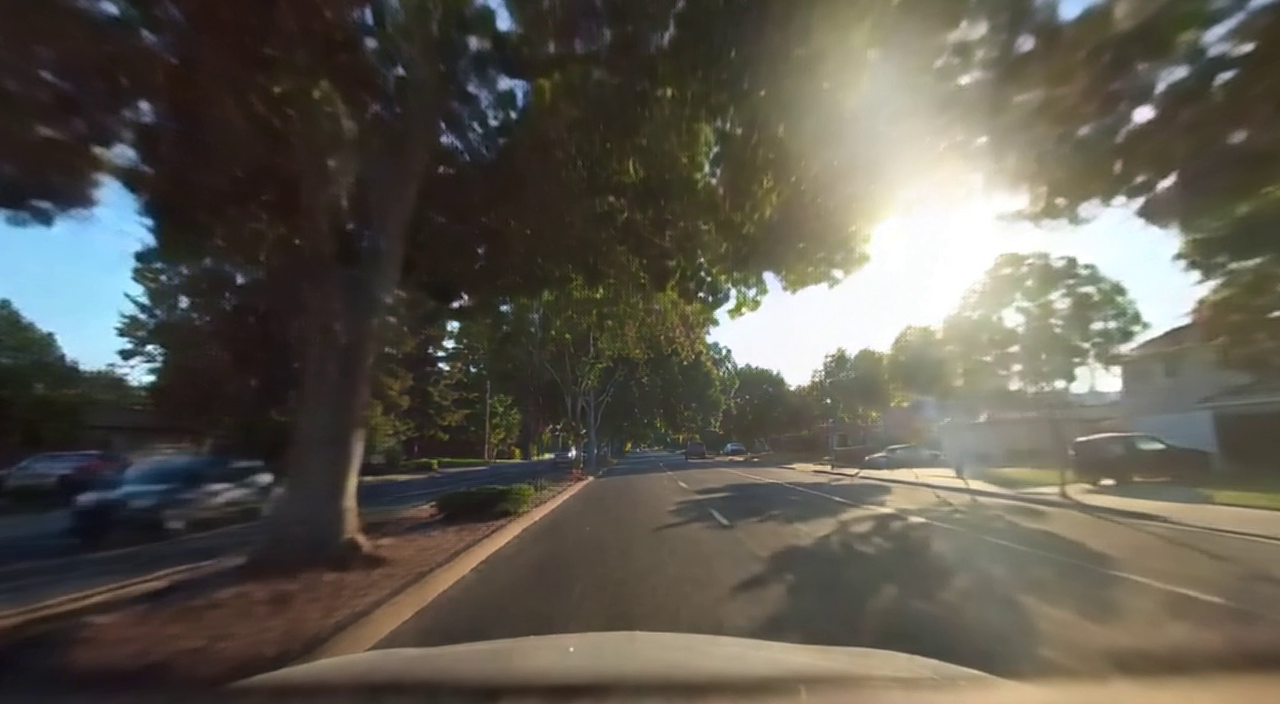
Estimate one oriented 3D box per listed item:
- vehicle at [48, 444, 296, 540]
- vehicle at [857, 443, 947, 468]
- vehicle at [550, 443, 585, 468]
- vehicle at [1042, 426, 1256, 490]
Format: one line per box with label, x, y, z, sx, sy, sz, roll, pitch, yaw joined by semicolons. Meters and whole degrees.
vehicle;-10.136;2.999;14.245;2.000;1.728;4.587;-2;-9;1
vehicle;15.635;6.191;37.673;4.500;1.390;1.864;0;-8;-3
vehicle;-5.635;8.067;49.393;2.071;1.823;4.799;0;-9;2
vehicle;14.406;3.008;18.033;4.386;1.711;1.929;0;-9;0
